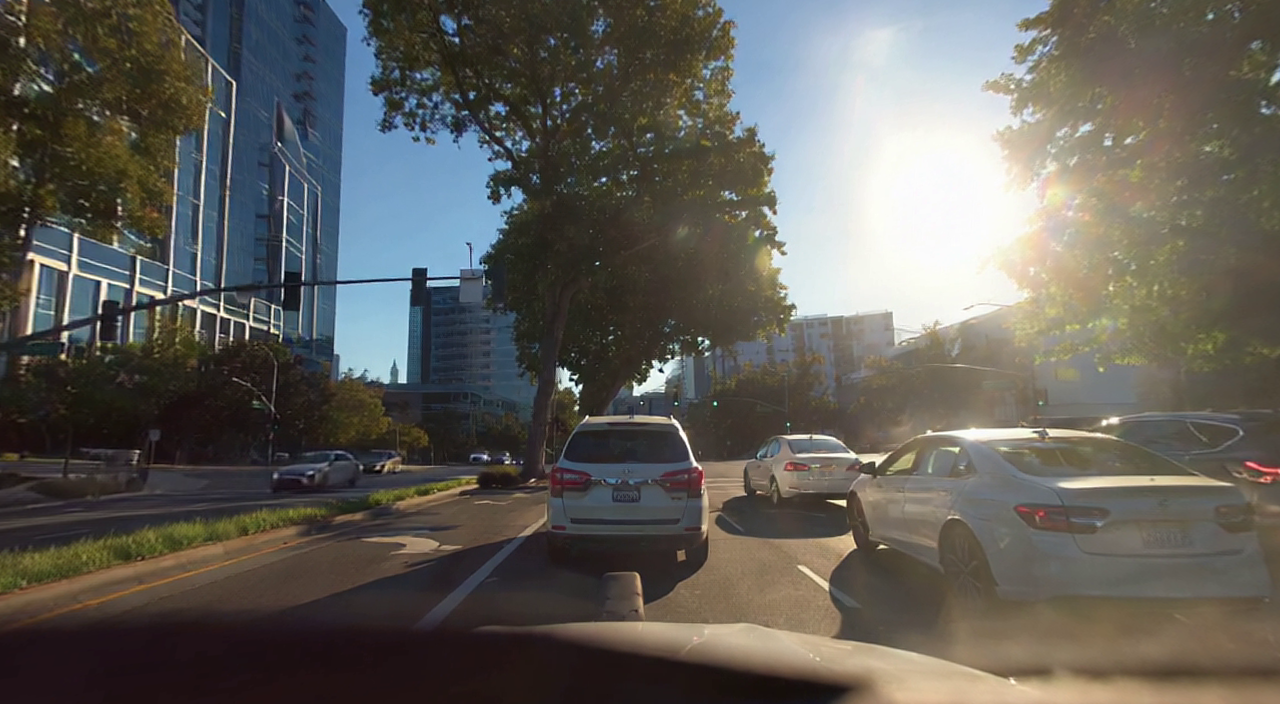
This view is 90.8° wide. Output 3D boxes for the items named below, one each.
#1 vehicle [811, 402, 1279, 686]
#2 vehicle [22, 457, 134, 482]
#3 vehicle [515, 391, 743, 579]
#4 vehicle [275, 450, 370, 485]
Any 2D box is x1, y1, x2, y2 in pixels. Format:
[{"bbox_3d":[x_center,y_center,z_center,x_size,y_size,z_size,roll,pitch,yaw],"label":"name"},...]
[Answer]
[{"bbox_3d":[3.359,1.421,5.966,2.034,1.558,4.774,0,-9,-1],"label":"vehicle"},{"bbox_3d":[-35.106,7.351,39.590,4.845,1.442,1.880,2,-9,-13],"label":"vehicle"},{"bbox_3d":[-0.209,1.628,8.466,2.236,1.827,4.316,0,-9,-3],"label":"vehicle"},{"bbox_3d":[-14.623,5.320,29.424,2.035,1.454,4.513,0,-9,0],"label":"vehicle"}]
